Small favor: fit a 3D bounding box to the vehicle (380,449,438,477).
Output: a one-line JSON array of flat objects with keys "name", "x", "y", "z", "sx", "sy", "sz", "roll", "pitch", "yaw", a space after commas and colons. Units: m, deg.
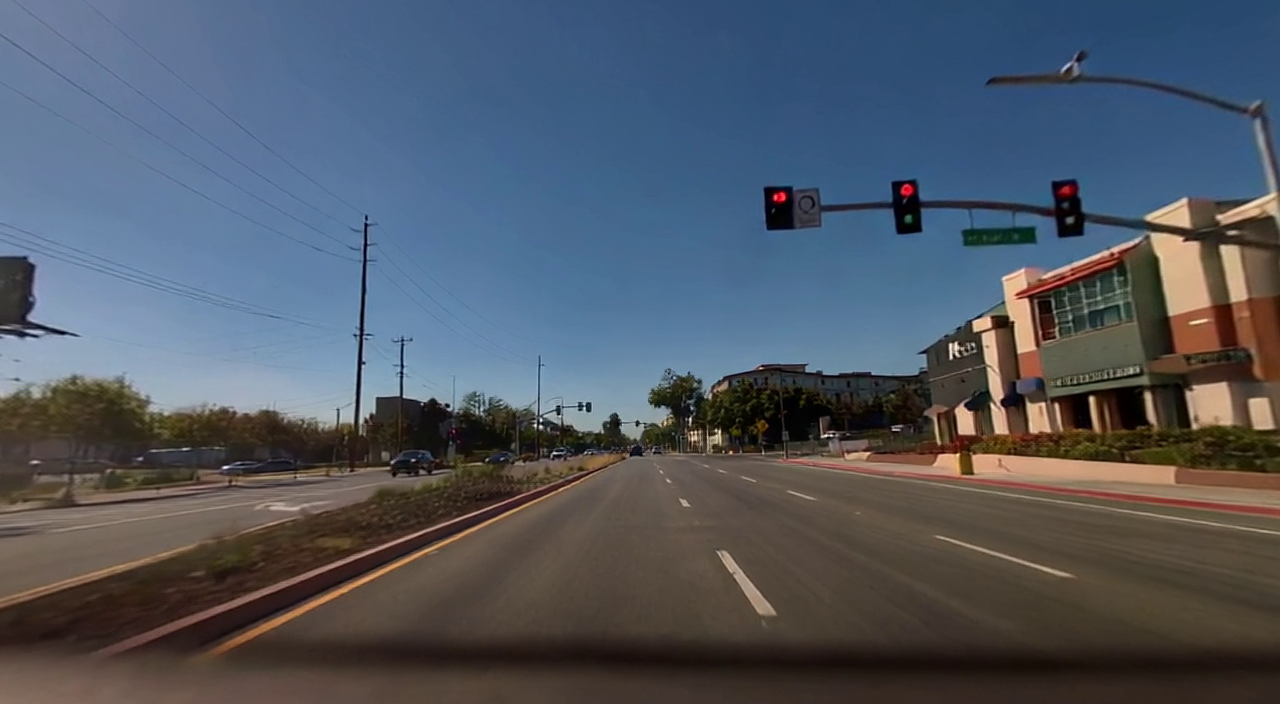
[{"name": "vehicle", "x": -16.498, "y": 7.920, "z": 45.253, "sx": 2.227, "sy": 1.837, "sz": 4.871, "roll": 0, "pitch": -8, "yaw": 1}]
